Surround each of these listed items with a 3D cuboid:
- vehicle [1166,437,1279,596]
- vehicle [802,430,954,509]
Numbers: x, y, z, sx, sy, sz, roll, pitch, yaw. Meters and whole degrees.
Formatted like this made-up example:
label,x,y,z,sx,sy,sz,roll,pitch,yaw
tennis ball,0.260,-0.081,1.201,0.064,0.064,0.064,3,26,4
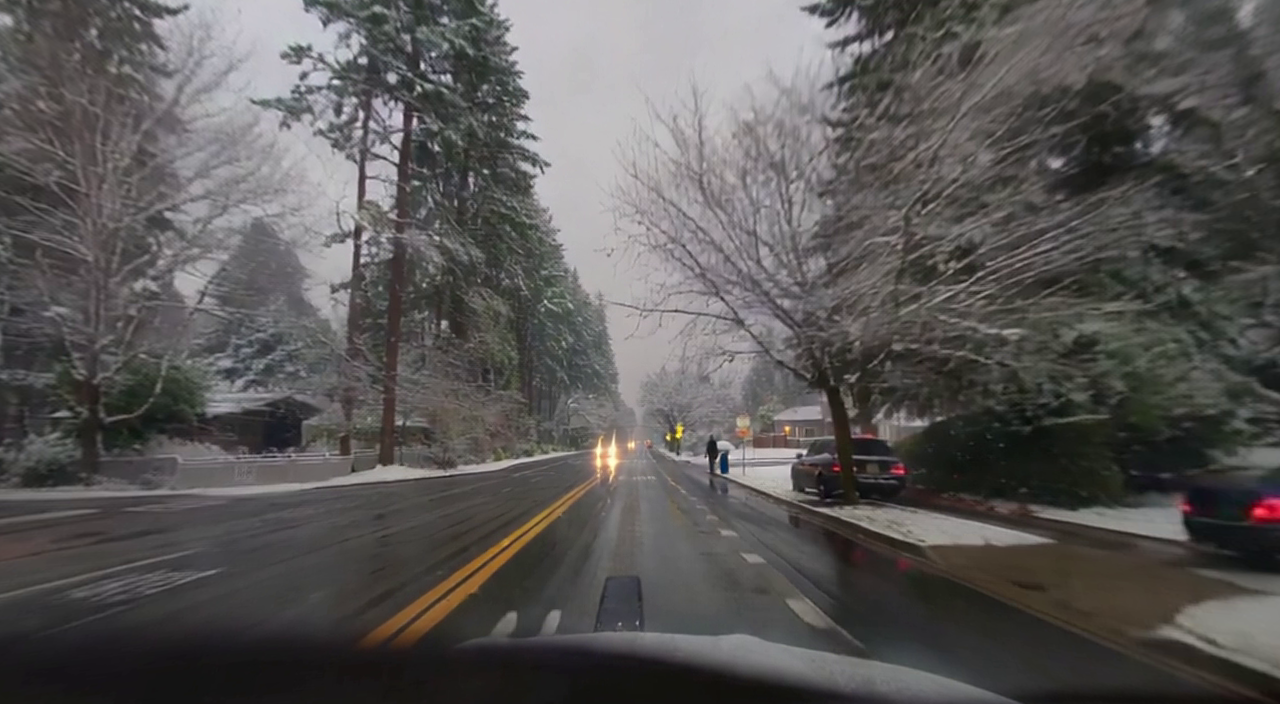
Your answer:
label,x,y,z,sx,sy,sz,roll,pitch,yaw
vehicle,8.219,1.556,5.994,4.438,1.466,1.943,-1,-9,9
vehicle,5.862,2.954,16.285,2.096,1.713,4.606,0,-9,0
